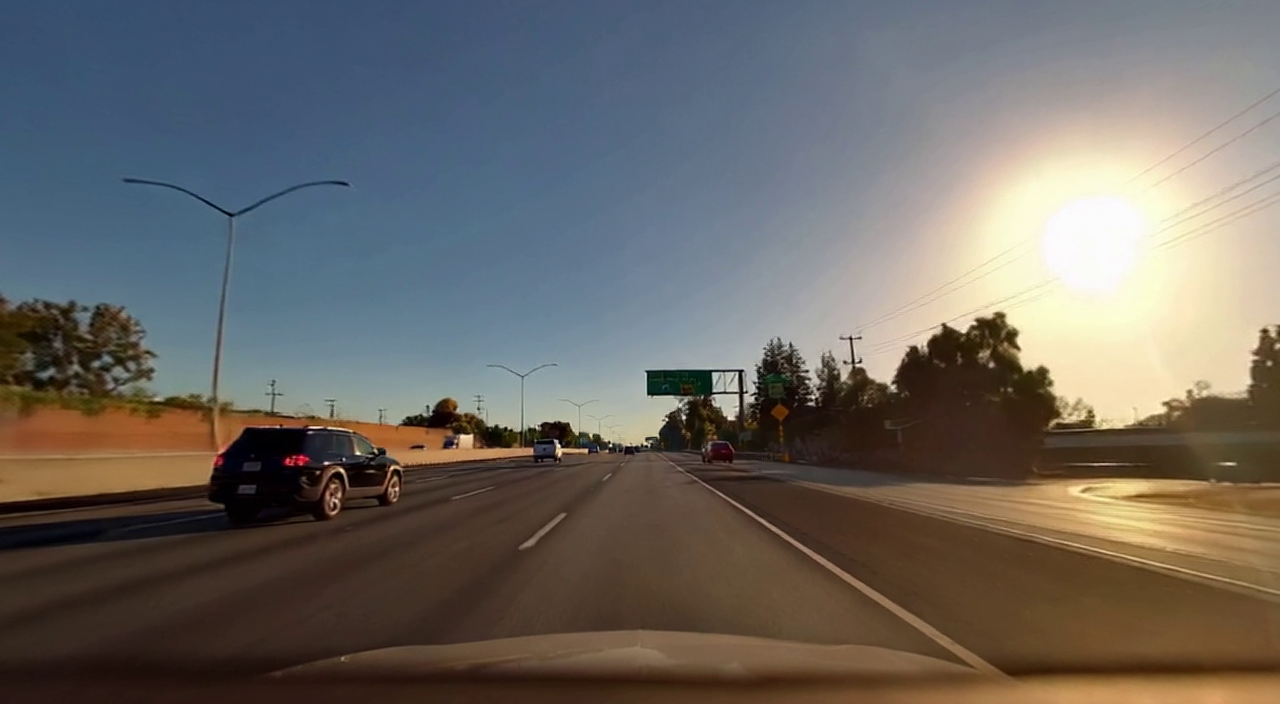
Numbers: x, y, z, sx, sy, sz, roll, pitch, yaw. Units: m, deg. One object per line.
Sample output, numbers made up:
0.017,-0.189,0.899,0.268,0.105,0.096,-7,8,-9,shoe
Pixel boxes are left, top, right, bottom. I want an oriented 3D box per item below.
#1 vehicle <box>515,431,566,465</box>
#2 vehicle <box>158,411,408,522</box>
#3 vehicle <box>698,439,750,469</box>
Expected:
-6.046,5.936,38.925,2.255,1.934,4.868,0,-9,1,vehicle
-6.400,2.113,12.112,2.058,1.698,4.567,0,-9,1,vehicle
4.635,5.709,35.331,2.251,1.520,4.550,0,-9,0,vehicle
